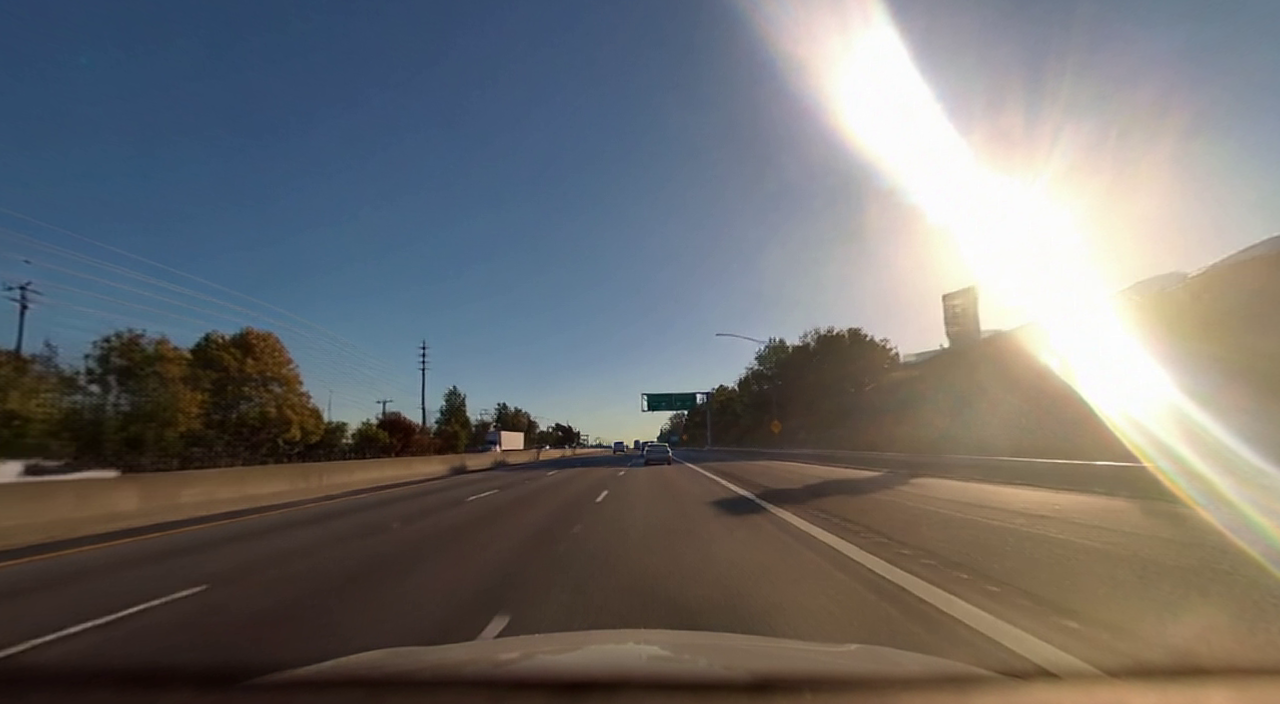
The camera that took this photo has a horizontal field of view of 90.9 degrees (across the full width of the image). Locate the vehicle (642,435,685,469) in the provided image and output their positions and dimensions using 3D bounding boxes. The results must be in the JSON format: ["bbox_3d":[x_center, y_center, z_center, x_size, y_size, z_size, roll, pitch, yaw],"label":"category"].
[{"bbox_3d":[1.257,5.579,35.452,2.260,1.766,4.348,0,-8,0],"label":"vehicle"}]
